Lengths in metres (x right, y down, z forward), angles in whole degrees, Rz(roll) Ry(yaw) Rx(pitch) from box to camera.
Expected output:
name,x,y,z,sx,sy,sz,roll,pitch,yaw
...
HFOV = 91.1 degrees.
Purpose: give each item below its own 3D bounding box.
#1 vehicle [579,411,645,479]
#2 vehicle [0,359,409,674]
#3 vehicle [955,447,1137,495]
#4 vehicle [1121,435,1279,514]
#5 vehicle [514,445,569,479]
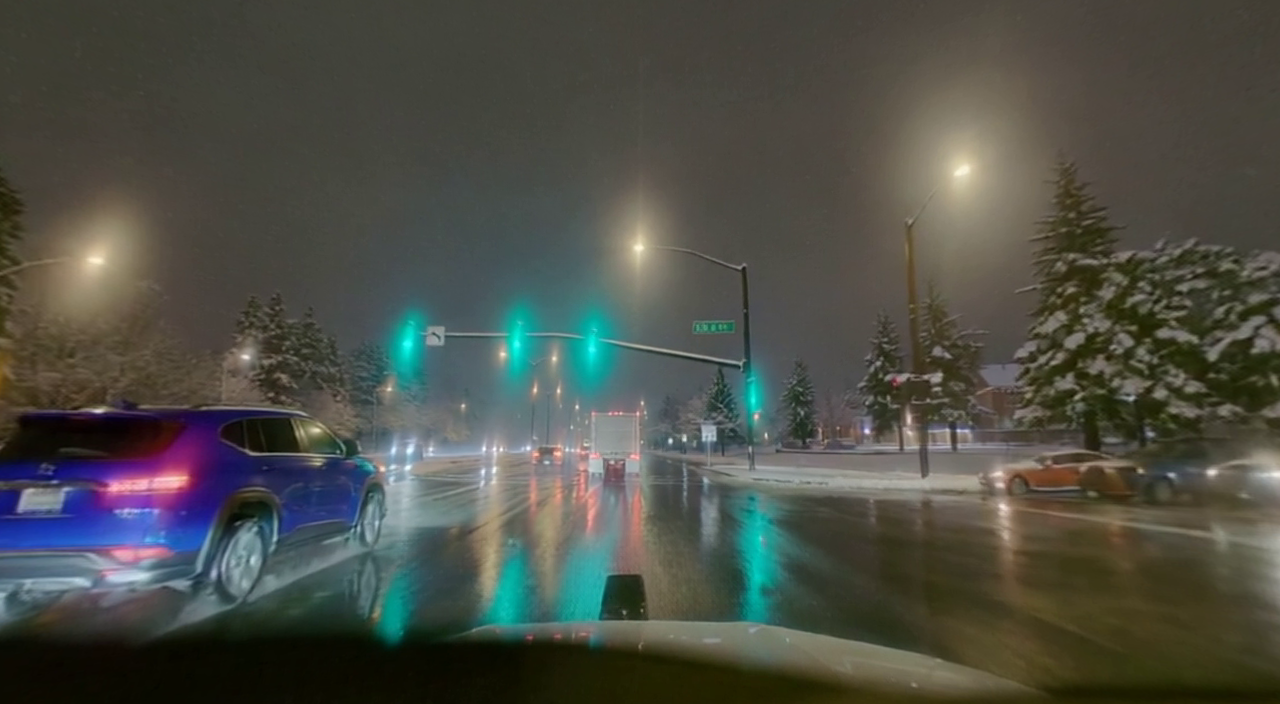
name,x,y,z,sx,sy,sz,roll,pitch,yaw
vehicle,-1.312,4.713,31.700,2.993,3.051,6.692,0,-9,-1
vehicle,-4.272,1.314,6.172,2.178,1.826,4.933,0,-9,-1
vehicle,13.743,4.042,21.498,4.807,1.530,2.066,0,-9,-2
vehicle,14.395,2.834,14.797,4.372,1.694,2.107,0,-9,-2
vehicle,-4.629,5.237,30.140,2.023,1.483,4.143,0,-9,-1
